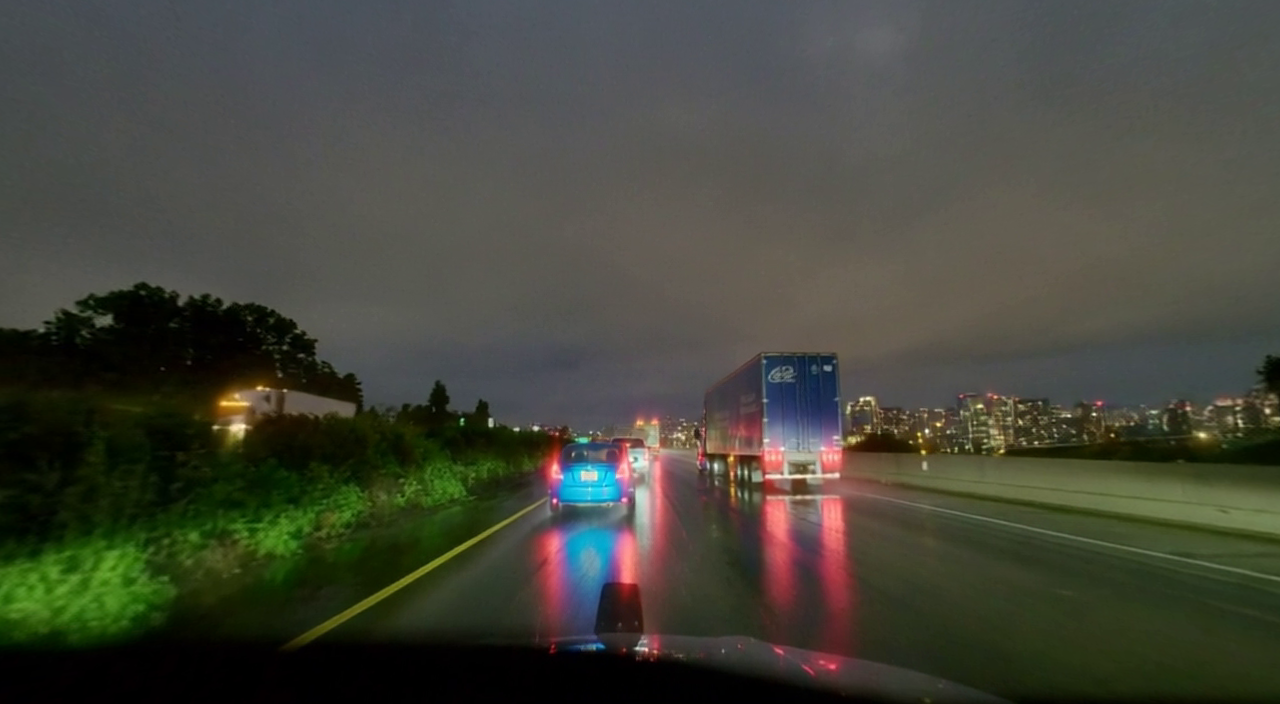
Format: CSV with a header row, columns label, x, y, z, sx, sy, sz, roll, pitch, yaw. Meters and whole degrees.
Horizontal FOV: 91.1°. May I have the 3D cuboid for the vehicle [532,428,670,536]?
label,x,y,z,sx,sy,sz,roll,pitch,yaw
vehicle,-0.595,2.221,11.257,2.038,1.582,3.729,0,-9,0

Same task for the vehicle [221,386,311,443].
label,x,y,z,sx,sy,sz,roll,pitch,yaw
vehicle,-27.972,4.857,47.382,2.979,3.928,6.477,1,-9,-4

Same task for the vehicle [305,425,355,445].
label,x,y,z,sx,sy,sz,roll,pitch,yaw
vehicle,-23.857,6.439,48.484,1.729,1.455,4.560,0,-9,-3

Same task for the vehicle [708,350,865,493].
label,x,y,z,sx,sy,sz,roll,pitch,yaw
vehicle,4.913,3.021,24.912,2.825,4.043,14.051,0,-9,0
